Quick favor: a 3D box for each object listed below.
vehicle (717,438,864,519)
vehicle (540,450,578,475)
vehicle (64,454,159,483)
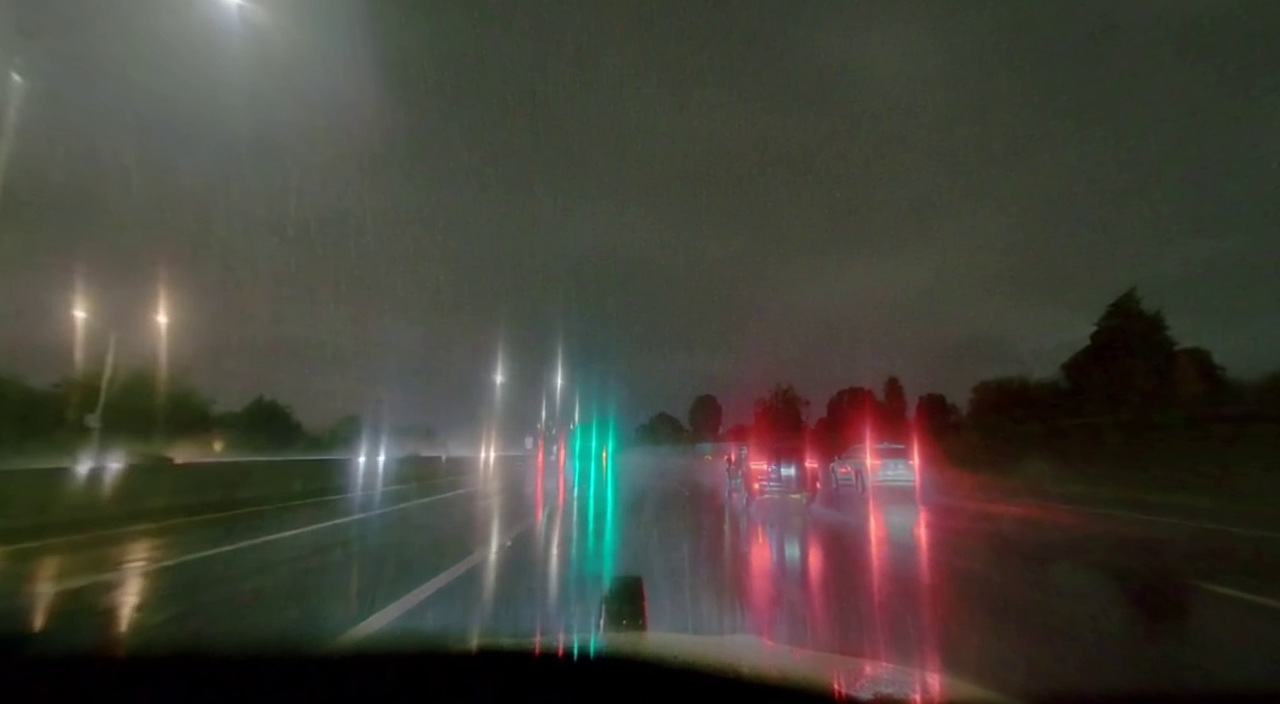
[{"bbox_3d":[3.125,2.752,14.290,2.030,1.490,4.737,0,-9,-2],"label":"vehicle"},{"bbox_3d":[-5.109,7.007,40.140,2.014,1.481,4.156,0,-9,-2],"label":"vehicle"},{"bbox_3d":[-31.069,6.840,37.260,1.767,1.531,4.427,0,-9,-1],"label":"vehicle"}]
